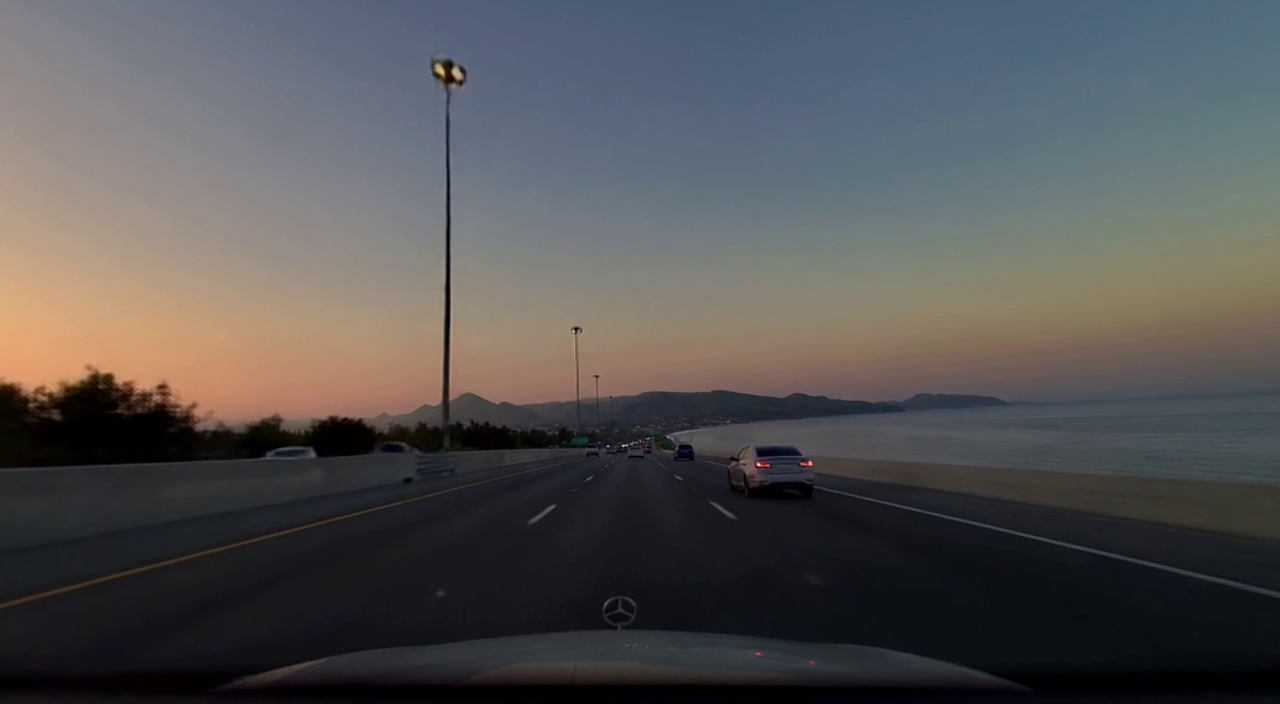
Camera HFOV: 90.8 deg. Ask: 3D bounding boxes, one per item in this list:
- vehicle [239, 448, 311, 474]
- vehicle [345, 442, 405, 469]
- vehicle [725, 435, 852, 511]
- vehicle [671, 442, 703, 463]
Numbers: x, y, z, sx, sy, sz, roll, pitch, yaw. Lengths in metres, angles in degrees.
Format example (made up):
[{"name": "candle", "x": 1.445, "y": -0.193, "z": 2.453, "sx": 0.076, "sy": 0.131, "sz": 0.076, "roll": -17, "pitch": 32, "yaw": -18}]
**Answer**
[{"name": "vehicle", "x": -22.933, "y": 6.848, "z": 39.948, "sx": 1.849, "sy": 1.456, "sz": 4.573, "roll": 0, "pitch": -8, "yaw": 0}, {"name": "vehicle", "x": -15.519, "y": 6.075, "z": 37.254, "sx": 1.850, "sy": 1.519, "sz": 3.963, "roll": 0, "pitch": -8, "yaw": -1}, {"name": "vehicle", "x": 3.271, "y": 2.742, "z": 14.857, "sx": 1.890, "sy": 1.490, "sz": 4.373, "roll": 0, "pitch": -8, "yaw": -1}, {"name": "vehicle", "x": 3.537, "y": 7.712, "z": 48.510, "sx": 2.000, "sy": 1.533, "sz": 4.438, "roll": 0, "pitch": -8, "yaw": -1}]
